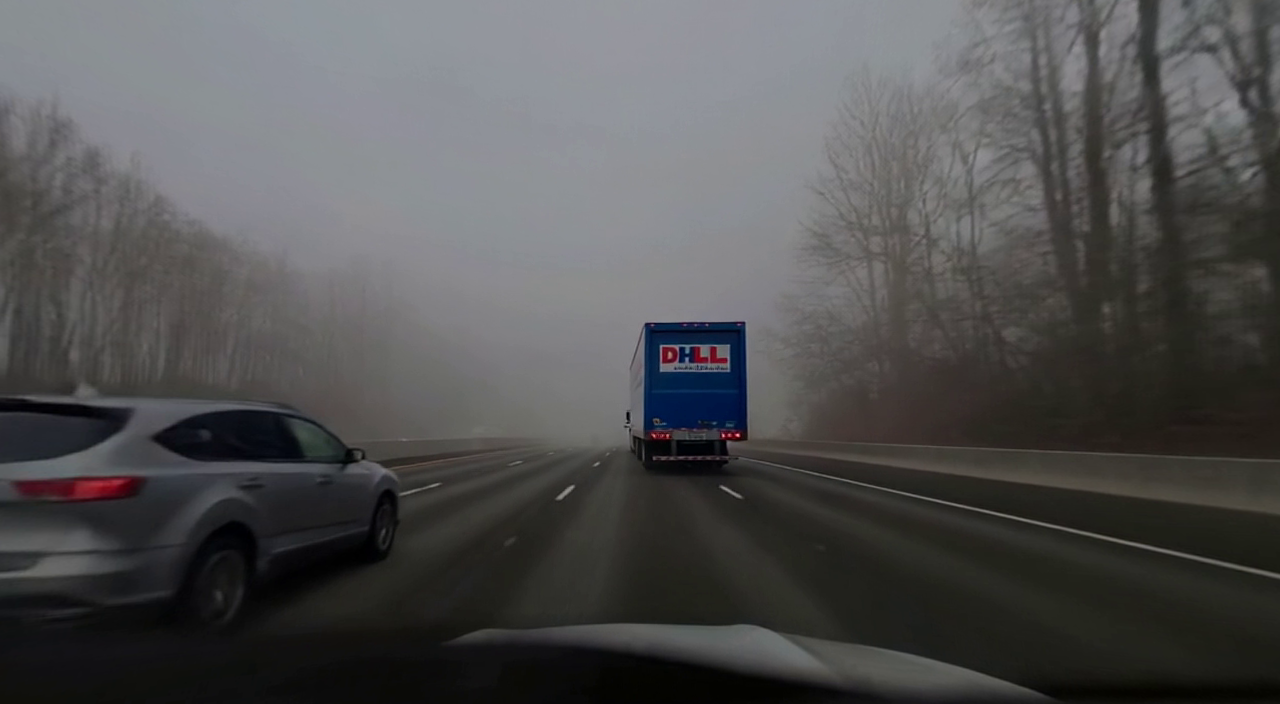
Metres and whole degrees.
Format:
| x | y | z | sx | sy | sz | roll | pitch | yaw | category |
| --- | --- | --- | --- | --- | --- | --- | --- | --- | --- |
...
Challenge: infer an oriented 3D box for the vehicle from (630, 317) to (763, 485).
| x | y | z | sx | sy | sz | roll | pitch | yaw | category |
| --- | --- | --- | --- | --- | --- | --- | --- | --- | --- |
| 1.336 | 1.785 | 20.190 | 3.011 | 4.211 | 8.926 | 0 | -8 | -3 | vehicle |

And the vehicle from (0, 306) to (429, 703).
| x | y | z | sx | sy | sz | roll | pitch | yaw | category |
| --- | --- | --- | --- | --- | --- | --- | --- | --- | --- |
| -3.673 | 1.039 | 4.758 | 2.394 | 1.787 | 5.186 | 0 | -8 | -1 | vehicle |
